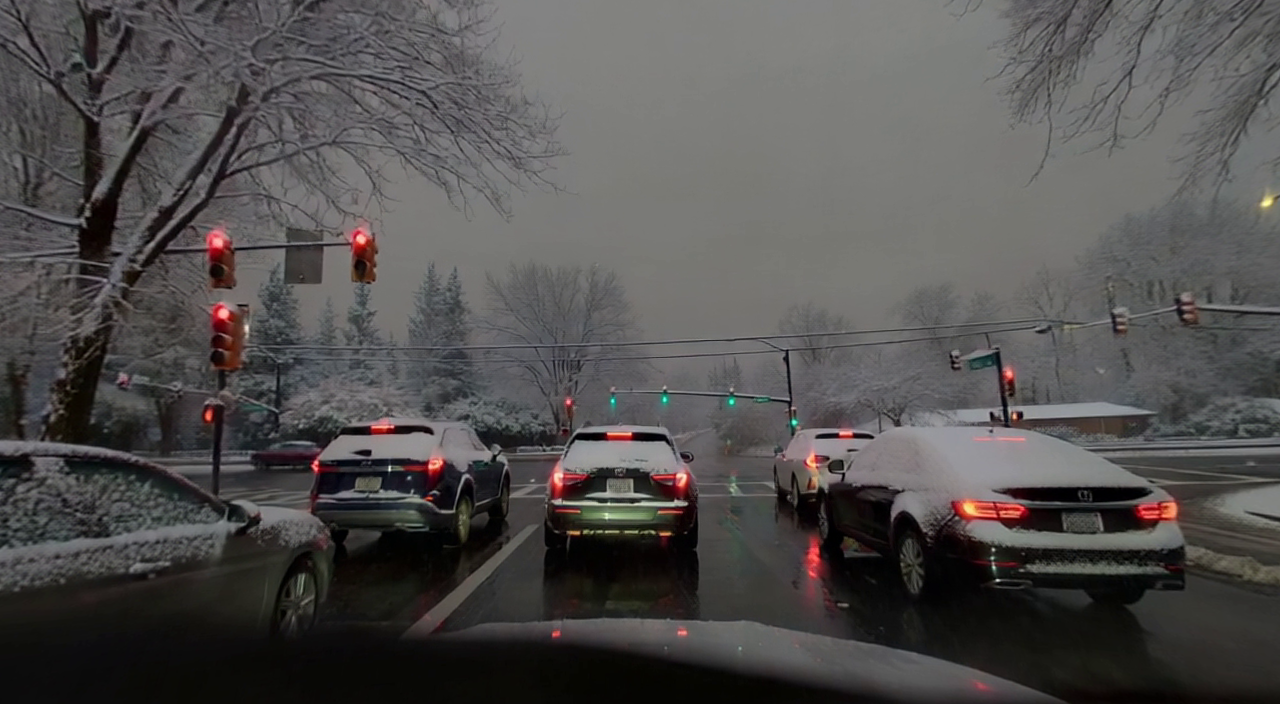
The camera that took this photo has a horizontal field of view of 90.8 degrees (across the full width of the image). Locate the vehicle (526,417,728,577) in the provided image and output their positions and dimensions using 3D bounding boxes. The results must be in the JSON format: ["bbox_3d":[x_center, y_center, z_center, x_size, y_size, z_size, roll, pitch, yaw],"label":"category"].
[{"bbox_3d":[-0.102,1.801,8.550,2.106,1.655,3.717,0,-8,1],"label":"vehicle"}]

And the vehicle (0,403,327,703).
[{"bbox_3d":[-3.350,0.945,2.358,1.863,1.495,4.667,0,-8,2],"label":"vehicle"}]

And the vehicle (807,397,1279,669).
[{"bbox_3d":[3.236,1.444,6.194,2.006,1.659,4.462,0,-8,1],"label":"vehicle"}]

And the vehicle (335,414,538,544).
[{"bbox_3d":[-3.225,2.111,11.155,2.048,1.805,4.405,0,-8,1],"label":"vehicle"}]
